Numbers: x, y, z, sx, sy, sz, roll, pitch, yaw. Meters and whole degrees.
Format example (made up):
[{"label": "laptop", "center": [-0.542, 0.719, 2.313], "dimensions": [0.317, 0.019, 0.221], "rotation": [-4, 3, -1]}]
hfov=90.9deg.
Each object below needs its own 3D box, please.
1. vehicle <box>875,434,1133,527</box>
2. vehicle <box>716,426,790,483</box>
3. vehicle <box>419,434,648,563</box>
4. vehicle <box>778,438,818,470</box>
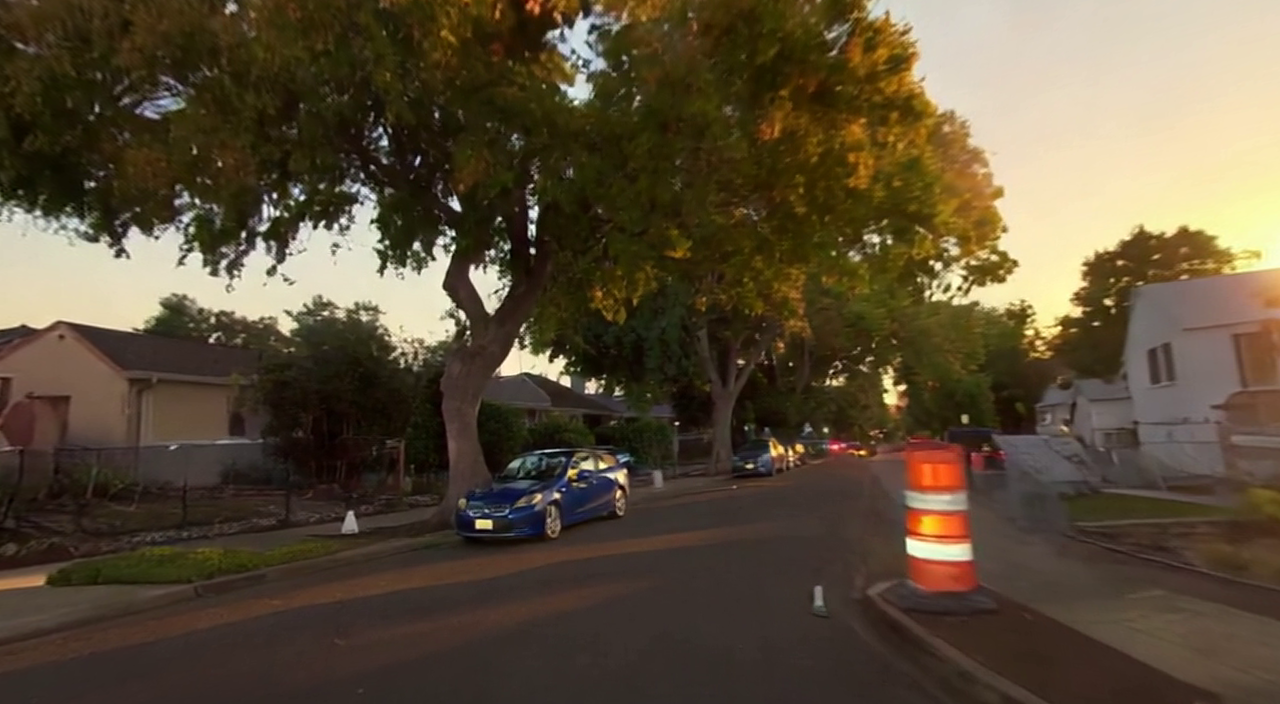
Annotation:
[{"label": "vehicle", "center": [6.597, 2.225, 11.492], "dimensions": [4.070, 1.436, 1.827], "rotation": [3, -8, -21]}, {"label": "vehicle", "center": [4.837, 4.152, 26.263], "dimensions": [2.042, 1.937, 4.960], "rotation": [0, -5, 22]}, {"label": "vehicle", "center": [-1.504, 2.238, 10.640], "dimensions": [1.899, 1.524, 4.082], "rotation": [0, -6, 22]}, {"label": "vehicle", "center": [9.175, 5.825, 36.318], "dimensions": [1.765, 1.493, 4.130], "rotation": [0, -6, 21]}]
